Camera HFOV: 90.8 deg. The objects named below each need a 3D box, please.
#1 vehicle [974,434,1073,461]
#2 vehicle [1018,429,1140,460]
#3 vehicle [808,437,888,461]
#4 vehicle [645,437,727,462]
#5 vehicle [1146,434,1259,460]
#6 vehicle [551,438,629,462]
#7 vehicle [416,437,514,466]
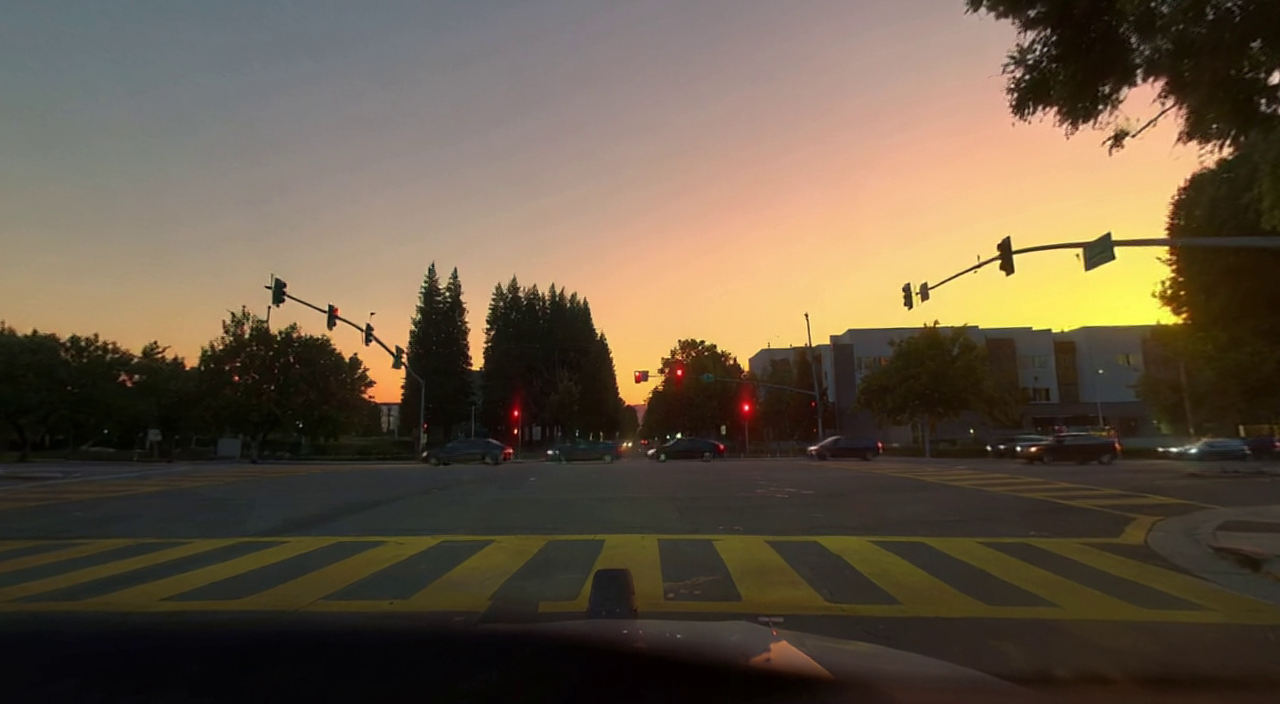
[{"bbox_3d":[22.204,5.539,36.680,4.519,1.476,1.767,0,-9,1],"label":"vehicle"},{"bbox_3d":[27.637,5.845,39.924,6.133,1.833,2.155,0,-9,-2],"label":"vehicle"},{"bbox_3d":[13.171,6.173,40.149,4.443,1.472,1.794,0,-9,1],"label":"vehicle"},{"bbox_3d":[2.613,5.680,36.835,4.631,1.435,1.715,0,-9,-1],"label":"vehicle"},{"bbox_3d":[32.646,5.518,36.753,4.724,1.452,1.870,0,-9,0],"label":"vehicle"},{"bbox_3d":[-3.116,6.247,40.203,4.759,1.445,1.865,0,-9,0],"label":"vehicle"},{"bbox_3d":[-9.149,5.247,33.259,4.629,1.423,1.833,-1,-9,1],"label":"vehicle"}]
